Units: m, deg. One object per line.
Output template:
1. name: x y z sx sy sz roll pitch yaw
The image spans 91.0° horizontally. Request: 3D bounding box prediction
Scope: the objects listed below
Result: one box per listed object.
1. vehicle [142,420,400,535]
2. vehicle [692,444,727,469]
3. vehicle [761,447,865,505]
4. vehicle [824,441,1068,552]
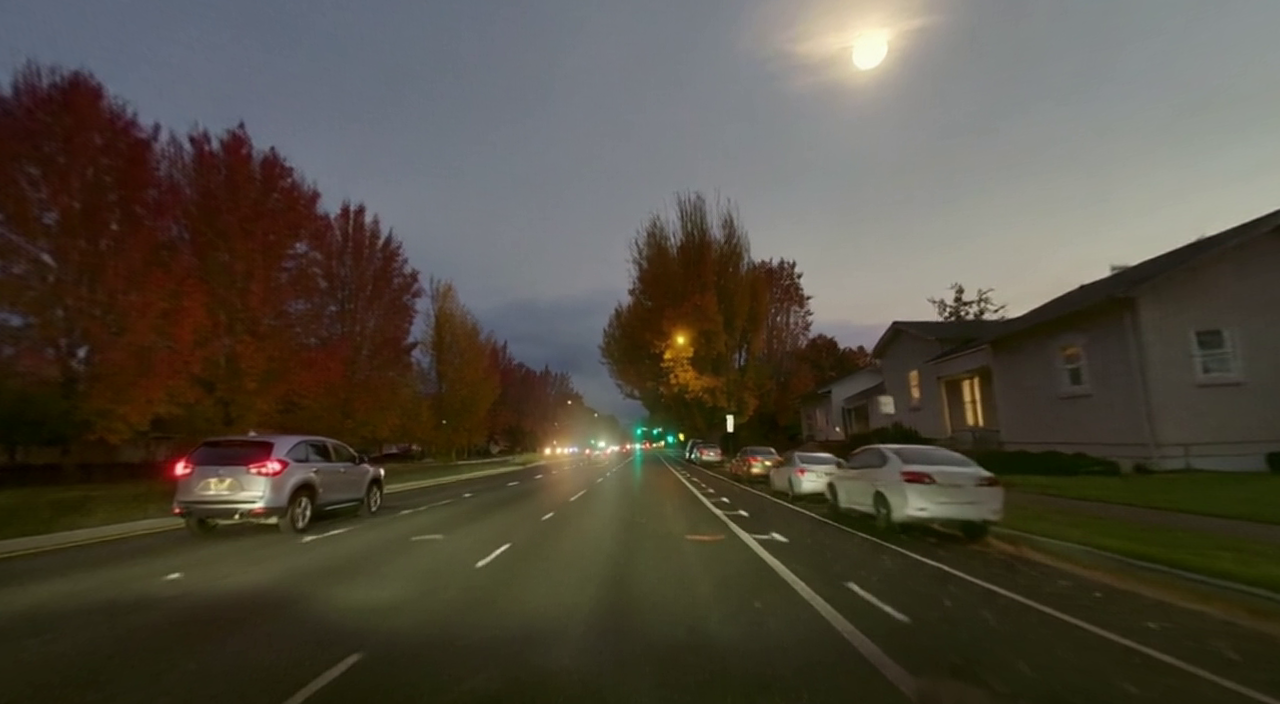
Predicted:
1. vehicle: -6.484 2.247 11.869 2.034 1.711 4.512 0 -9 1
2. vehicle: 4.957 7.515 45.348 1.950 1.668 4.414 1 -9 -1
3. vehicle: 4.887 3.536 18.439 1.824 1.453 4.374 0 -9 0
4. vehicle: 4.906 2.351 11.068 1.952 1.505 4.713 0 -9 0
